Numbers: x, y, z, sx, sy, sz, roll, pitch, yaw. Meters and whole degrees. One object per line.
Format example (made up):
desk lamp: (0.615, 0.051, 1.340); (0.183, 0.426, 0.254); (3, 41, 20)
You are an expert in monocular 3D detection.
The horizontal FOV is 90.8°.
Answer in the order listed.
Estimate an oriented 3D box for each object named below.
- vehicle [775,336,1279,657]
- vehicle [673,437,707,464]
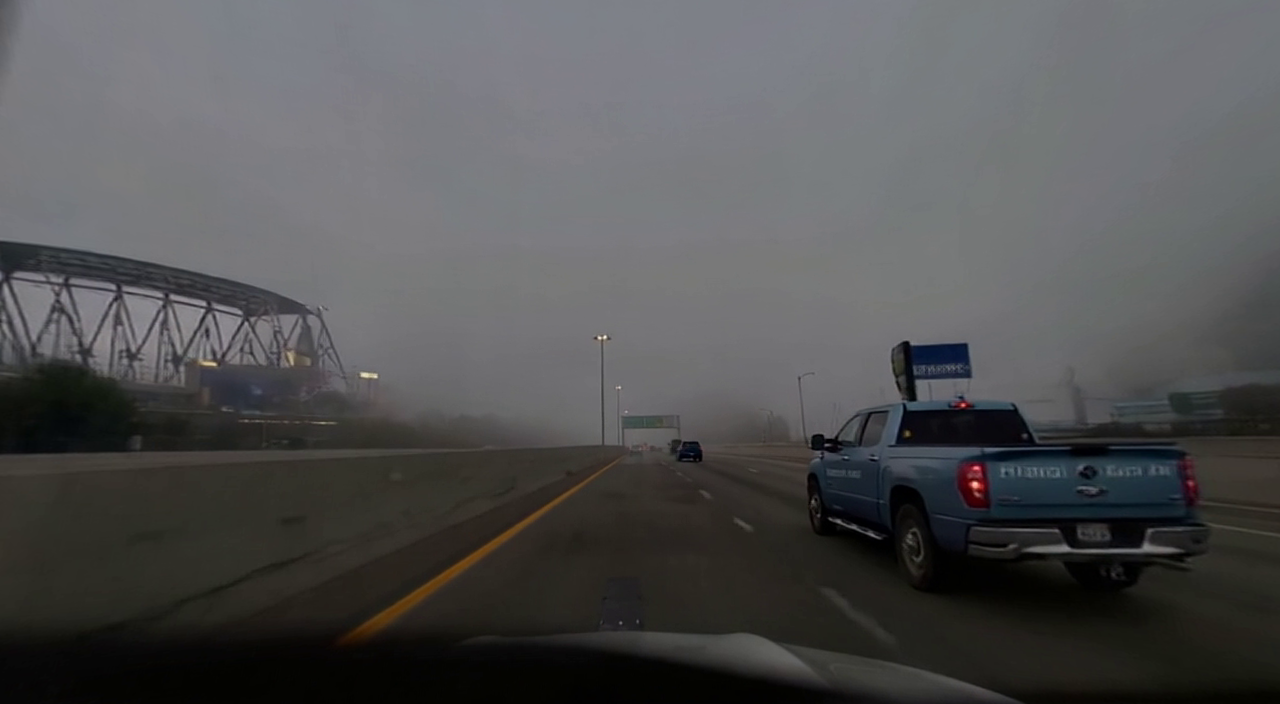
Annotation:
vehicle: (3.077, 1.255, 6.508); (2.199, 2.002, 4.970); (0, -9, -1)
vehicle: (3.415, 6.864, 44.020); (1.973, 1.774, 4.092); (0, -9, 0)
